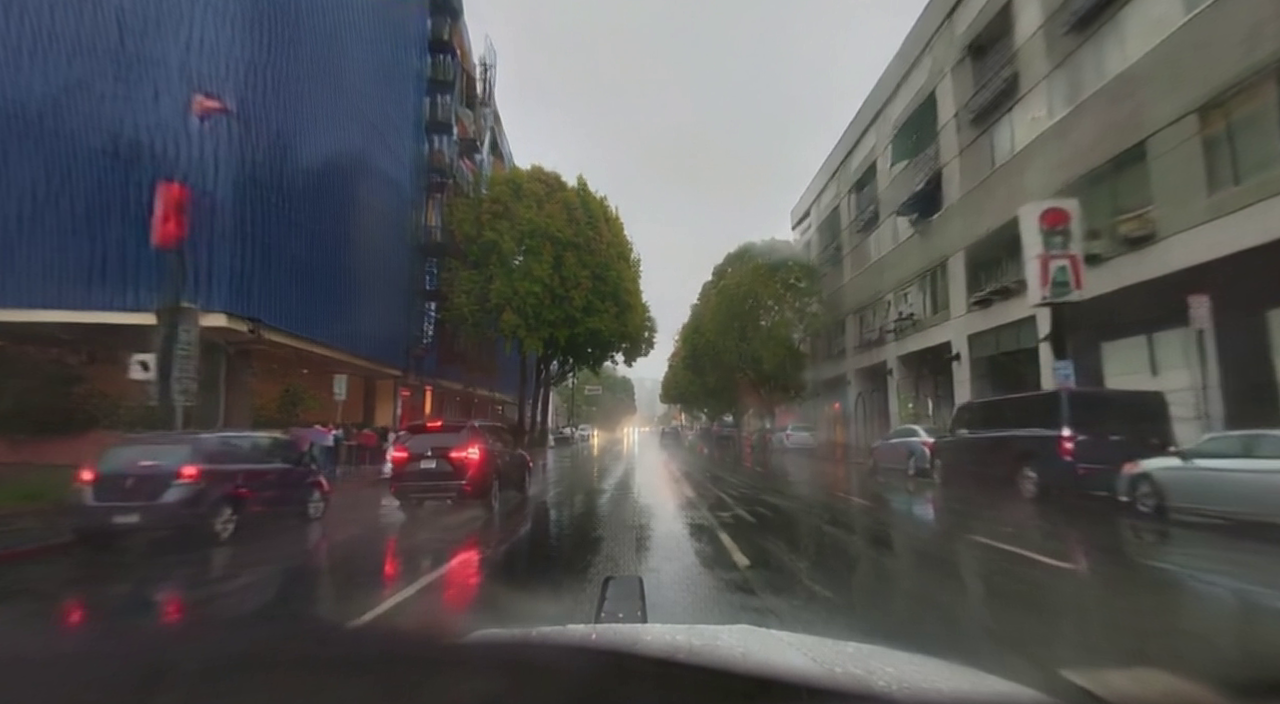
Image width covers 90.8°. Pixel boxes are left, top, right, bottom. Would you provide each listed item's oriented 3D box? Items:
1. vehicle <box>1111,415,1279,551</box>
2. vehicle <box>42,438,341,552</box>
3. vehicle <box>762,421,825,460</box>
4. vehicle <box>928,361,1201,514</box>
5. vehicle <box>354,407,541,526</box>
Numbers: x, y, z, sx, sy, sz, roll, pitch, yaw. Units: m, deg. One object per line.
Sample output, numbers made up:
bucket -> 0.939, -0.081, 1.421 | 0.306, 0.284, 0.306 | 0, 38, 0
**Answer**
vehicle -> 8.812, 1.733, 8.370 | 1.854, 1.663, 4.300 | 2, -8, 0
vehicle -> -6.931, 2.188, 10.519 | 1.806, 1.466, 4.373 | 0, -8, -1
vehicle -> 9.036, 5.272, 37.746 | 2.249, 2.117, 5.743 | 0, -8, 0
vehicle -> 9.108, 1.963, 14.552 | 2.285, 2.778, 5.847 | 0, -8, 2
vehicle -> -3.199, 2.002, 11.612 | 2.002, 1.756, 4.366 | 0, -8, 1
